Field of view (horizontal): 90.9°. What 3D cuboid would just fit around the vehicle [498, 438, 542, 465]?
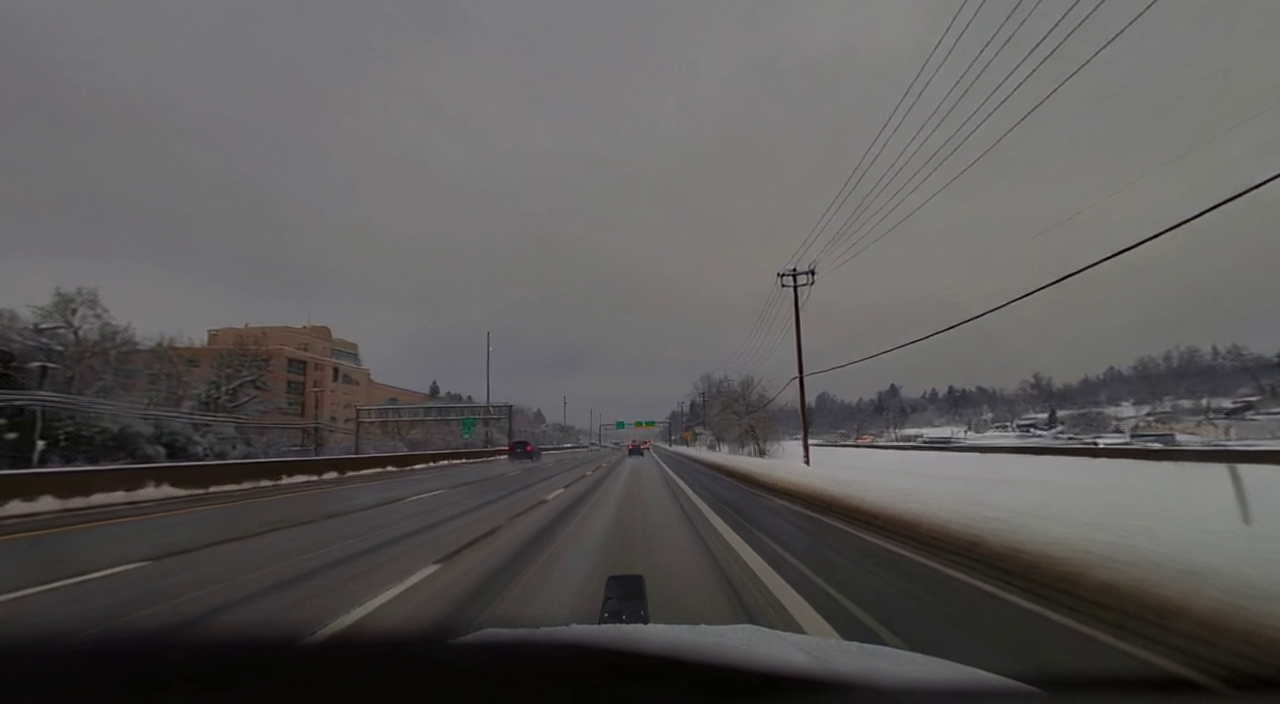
[{"bbox_3d":[-7.348,6.118,38.978,1.946,1.590,4.042,0,-8,0],"label":"vehicle"}]
